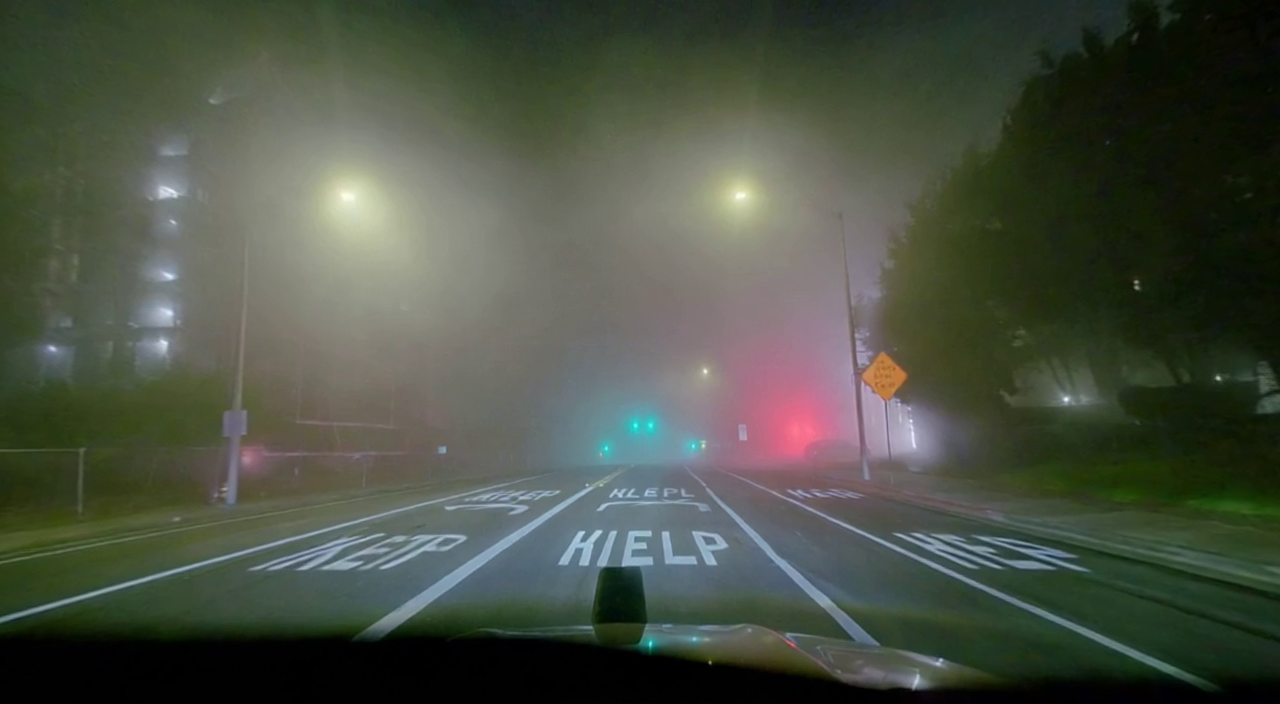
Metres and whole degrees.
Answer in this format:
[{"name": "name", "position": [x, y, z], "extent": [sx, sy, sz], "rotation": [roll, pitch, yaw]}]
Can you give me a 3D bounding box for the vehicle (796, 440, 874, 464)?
[{"name": "vehicle", "position": [11.952, 6.171, 38.958], "extent": [4.251, 1.418, 1.896], "rotation": [-1, -9, 3]}]
